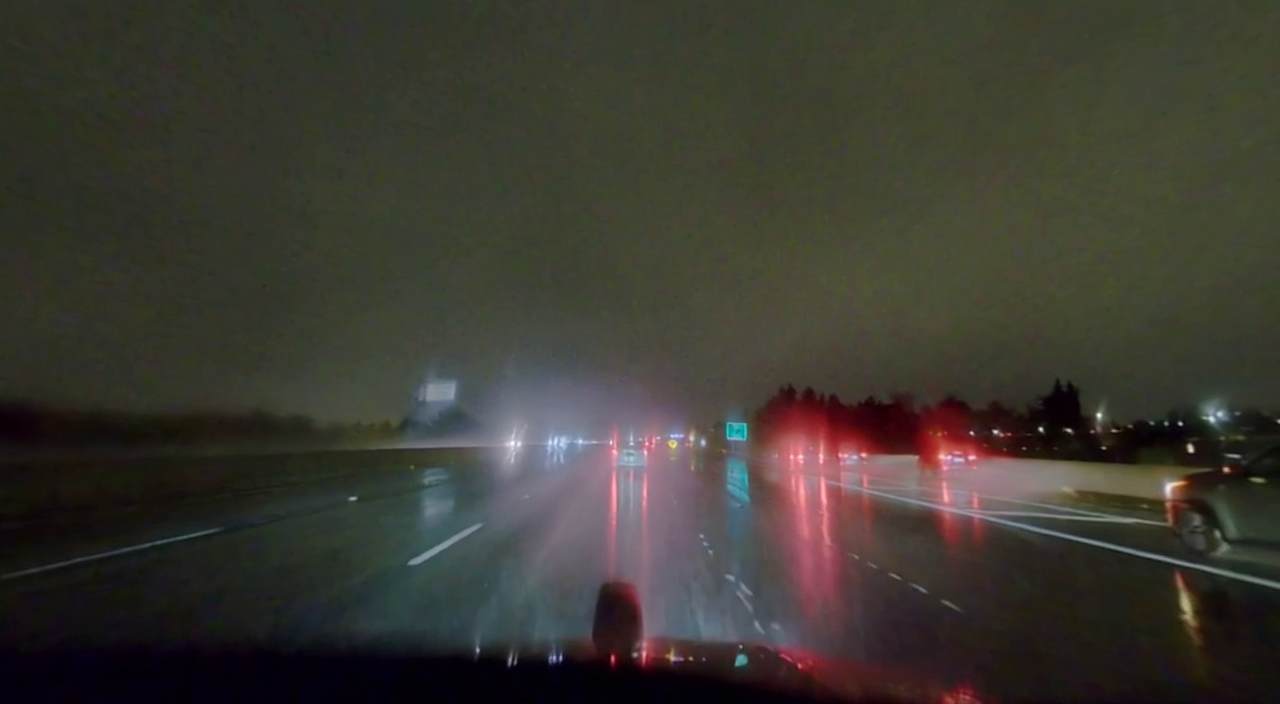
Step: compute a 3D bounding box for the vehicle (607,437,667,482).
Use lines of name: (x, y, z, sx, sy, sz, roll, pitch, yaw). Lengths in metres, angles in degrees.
vehicle: (-0.027, 3.974, 23.410, 2.055, 1.509, 4.255, -1, -8, 2)
